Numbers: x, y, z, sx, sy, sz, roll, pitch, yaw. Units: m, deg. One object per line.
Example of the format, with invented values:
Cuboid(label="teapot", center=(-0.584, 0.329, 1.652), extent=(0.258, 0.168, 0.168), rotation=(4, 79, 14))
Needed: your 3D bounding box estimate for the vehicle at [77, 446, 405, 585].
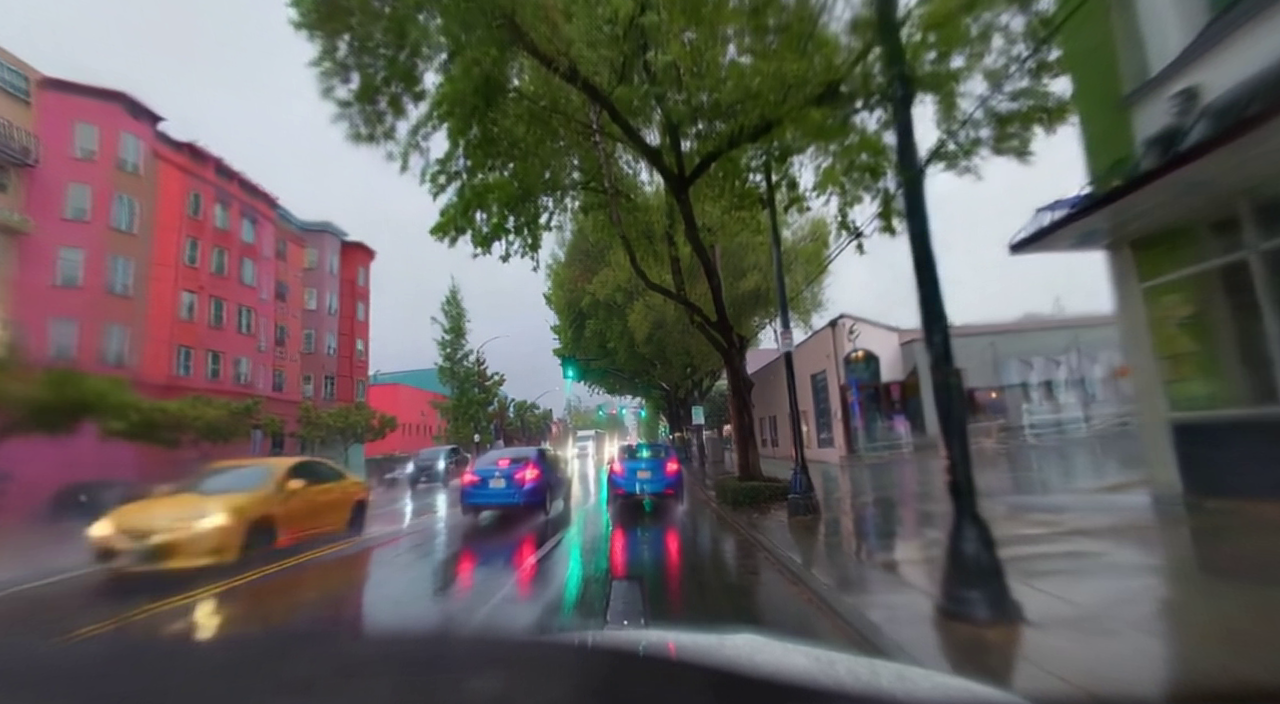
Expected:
Cuboid(label="vehicle", center=(-5.505, 2.248, 9.691), extent=(1.918, 1.475, 4.750), rotation=(-3, -8, 1))

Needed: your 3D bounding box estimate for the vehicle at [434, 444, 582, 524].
Cuboid(label="vehicle", center=(-2.604, 2.738, 13.819), extent=(2.099, 1.424, 4.843), rotation=(0, -8, 1))

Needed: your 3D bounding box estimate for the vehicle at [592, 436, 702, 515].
Cuboid(label="vehicle", center=(0.144, 2.629, 13.949), extent=(2.094, 1.478, 3.922), rotation=(0, -8, 0))
